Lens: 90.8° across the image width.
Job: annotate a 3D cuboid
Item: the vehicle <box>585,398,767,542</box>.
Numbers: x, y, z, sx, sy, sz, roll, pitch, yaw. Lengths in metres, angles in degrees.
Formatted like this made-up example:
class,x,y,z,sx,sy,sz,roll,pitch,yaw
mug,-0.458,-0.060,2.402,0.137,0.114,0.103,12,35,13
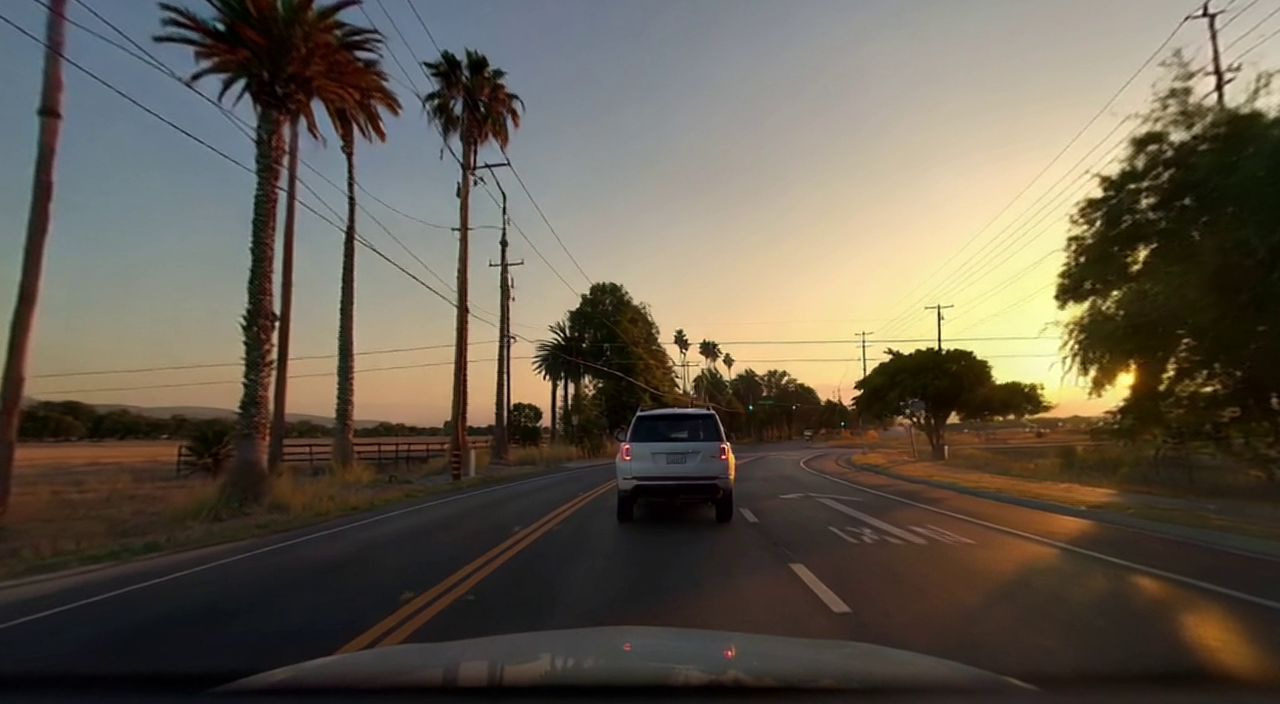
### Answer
class,x,y,z,sx,sy,sz,roll,pitch,yaw
vehicle,0.469,1.875,10.576,2.364,1.859,4.538,0,-9,0
